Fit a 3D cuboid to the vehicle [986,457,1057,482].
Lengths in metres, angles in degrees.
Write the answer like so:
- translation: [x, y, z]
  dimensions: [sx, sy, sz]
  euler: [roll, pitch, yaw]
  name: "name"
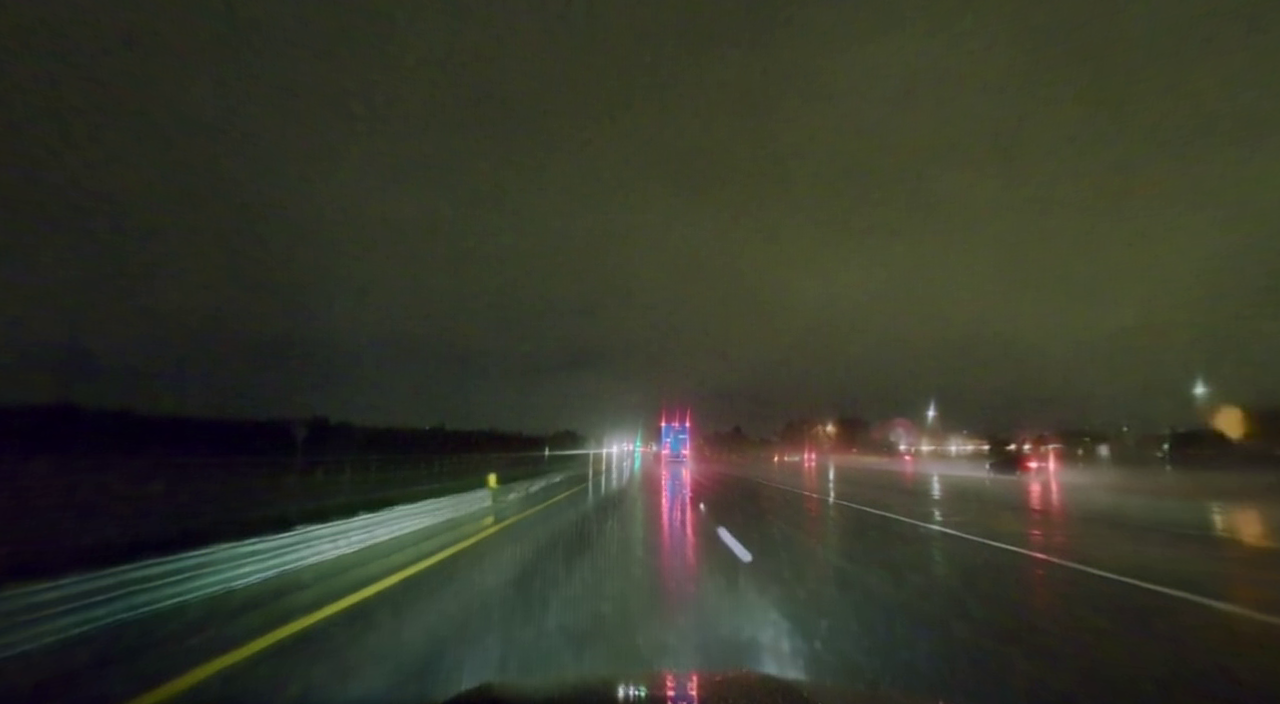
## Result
- translation: [25.375, 7.822, 42.099]
  dimensions: [1.836, 1.499, 3.936]
  euler: [1, -9, -9]
  name: "vehicle"
